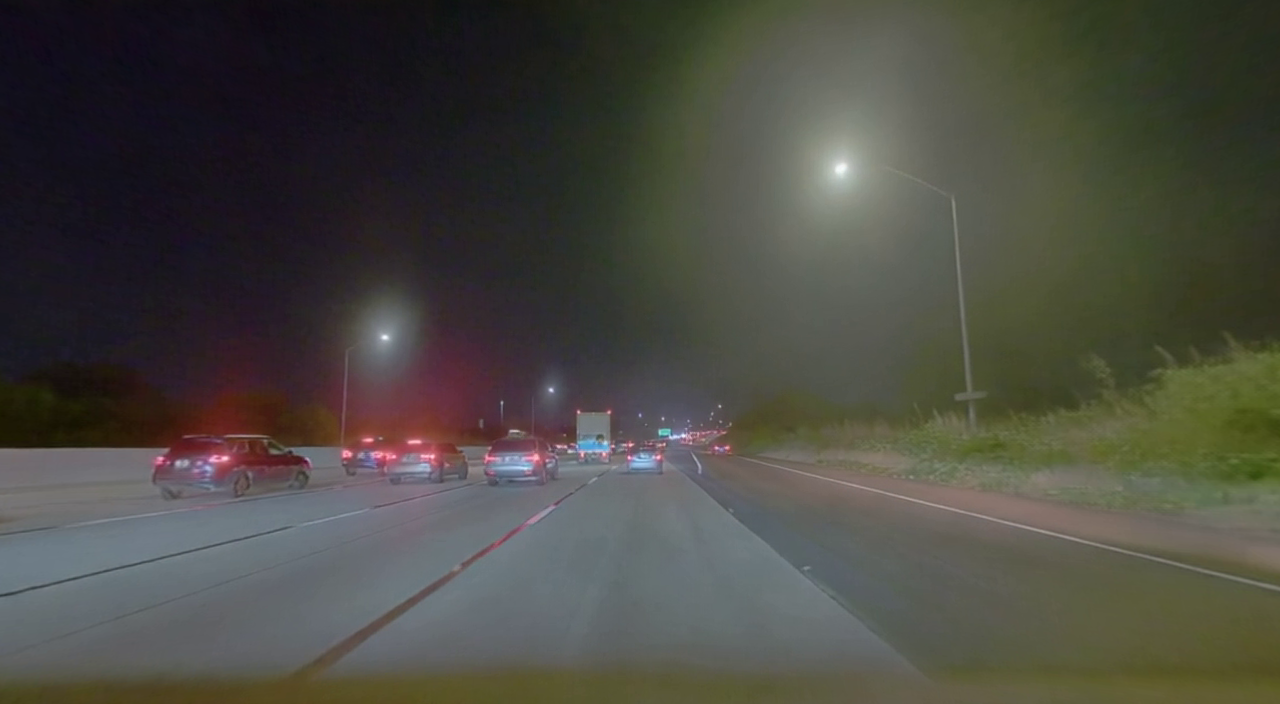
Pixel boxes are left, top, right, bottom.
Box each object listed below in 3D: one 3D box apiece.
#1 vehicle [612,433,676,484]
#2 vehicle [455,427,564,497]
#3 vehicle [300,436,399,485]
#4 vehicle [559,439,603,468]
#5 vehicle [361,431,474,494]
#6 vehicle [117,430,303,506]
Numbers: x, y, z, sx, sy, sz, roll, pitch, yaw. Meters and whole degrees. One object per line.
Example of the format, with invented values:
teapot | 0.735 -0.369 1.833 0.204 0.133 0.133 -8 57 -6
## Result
vehicle | 0.172 3.899 23.411 2.180 1.716 3.920 0 -8 1
vehicle | -3.668 3.203 18.738 2.125 1.792 4.466 0 -8 2
vehicle | -10.909 4.087 24.017 1.863 1.696 3.885 0 -8 1
vehicle | -3.601 6.312 39.475 2.243 1.683 4.178 0 -8 1
vehicle | -6.927 3.475 20.180 1.998 1.770 4.222 0 -8 1
vehicle | -11.165 3.018 16.865 1.871 1.747 4.342 0 -8 0
